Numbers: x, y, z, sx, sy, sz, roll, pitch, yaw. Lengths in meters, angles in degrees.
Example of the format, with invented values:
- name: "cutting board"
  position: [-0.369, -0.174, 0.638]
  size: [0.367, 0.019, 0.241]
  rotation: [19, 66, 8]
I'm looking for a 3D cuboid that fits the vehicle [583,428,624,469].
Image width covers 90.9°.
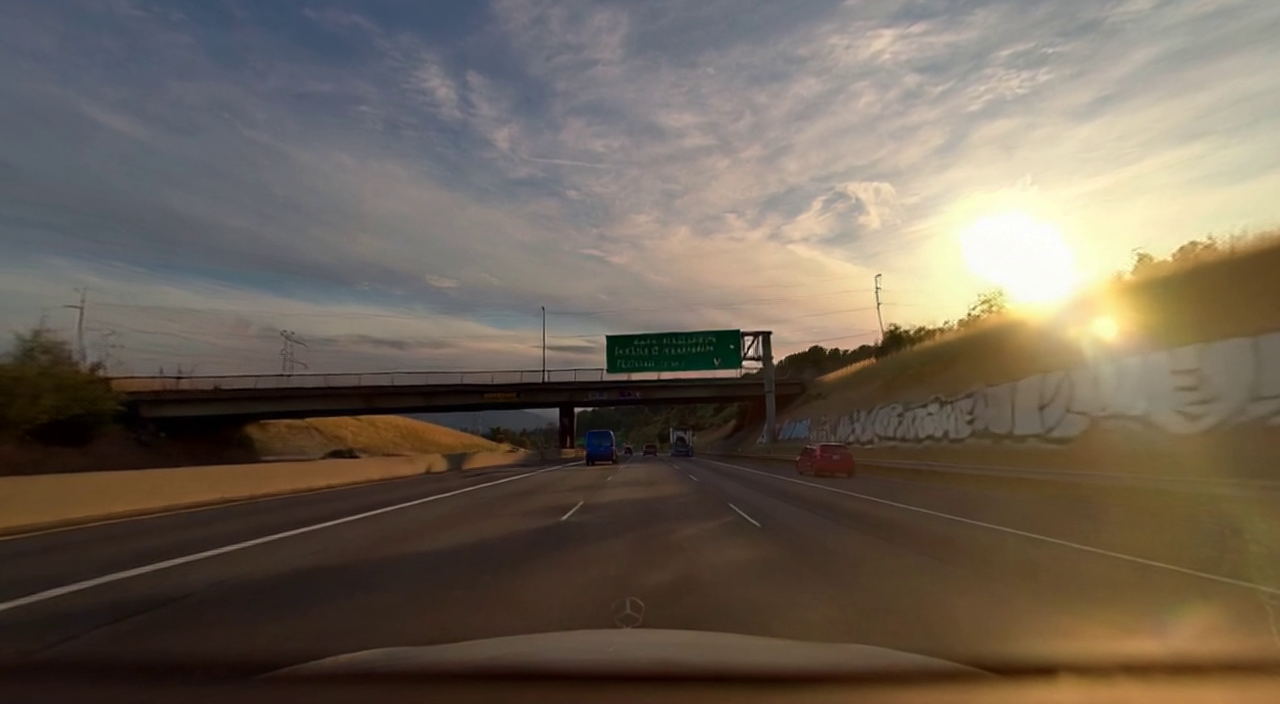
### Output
- name: "vehicle"
  position: [-2.437, 6.633, 43.347]
  size: [2.451, 2.627, 5.868]
  rotation: [0, -9, 0]

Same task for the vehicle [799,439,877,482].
- name: "vehicle"
  position: [8.367, 4.628, 27.033]
  size: [1.936, 1.664, 4.198]
  rotation: [0, -9, -1]
